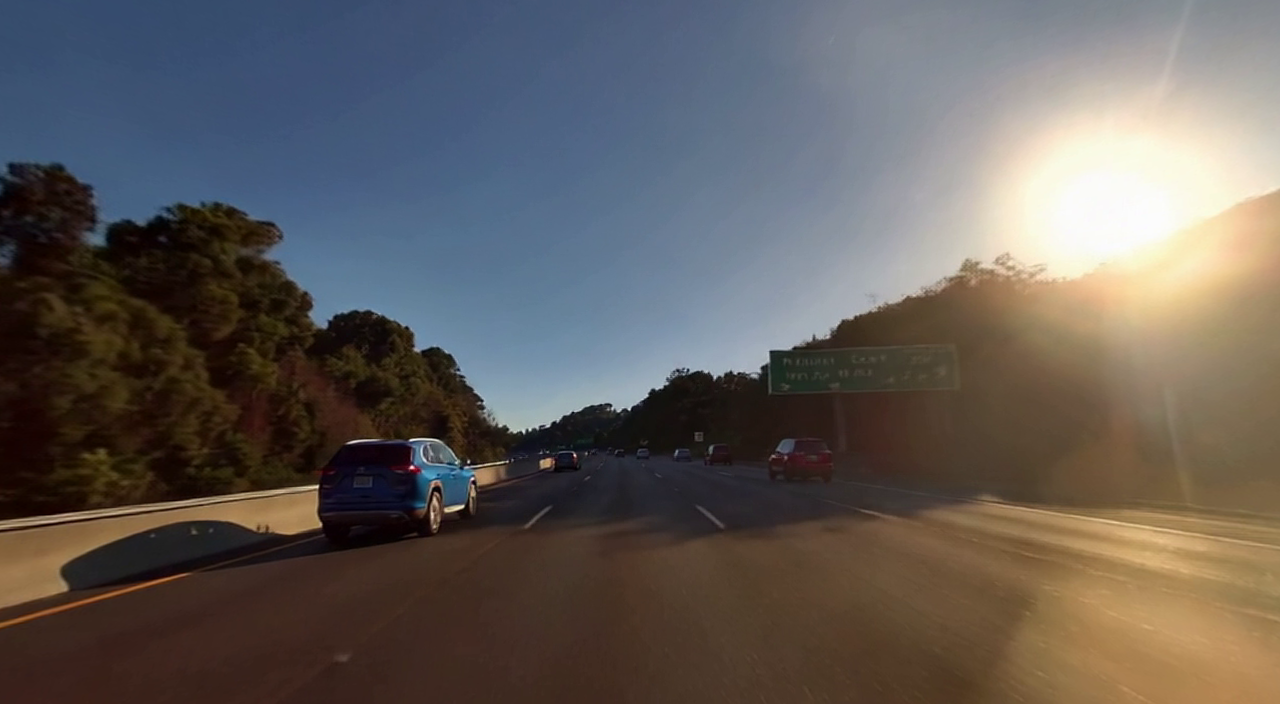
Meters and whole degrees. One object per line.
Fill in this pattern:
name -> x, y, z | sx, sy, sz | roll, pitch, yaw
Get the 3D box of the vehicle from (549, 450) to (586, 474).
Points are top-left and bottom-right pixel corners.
vehicle -> -4.711, 7.191, 41.505 | 2.009, 1.488, 4.289 | 1, -9, -2

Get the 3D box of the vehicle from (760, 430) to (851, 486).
vehicle -> 6.853, 4.468, 26.767 | 2.378, 2.096, 5.119 | 0, -9, -1

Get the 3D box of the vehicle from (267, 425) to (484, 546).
vehicle -> -4.424, 2.299, 11.459 | 2.079, 1.745, 4.281 | 0, -9, 0

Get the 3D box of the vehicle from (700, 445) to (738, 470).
vehicle -> 5.838, 7.875, 47.026 | 2.107, 1.732, 4.527 | 1, -9, -3
